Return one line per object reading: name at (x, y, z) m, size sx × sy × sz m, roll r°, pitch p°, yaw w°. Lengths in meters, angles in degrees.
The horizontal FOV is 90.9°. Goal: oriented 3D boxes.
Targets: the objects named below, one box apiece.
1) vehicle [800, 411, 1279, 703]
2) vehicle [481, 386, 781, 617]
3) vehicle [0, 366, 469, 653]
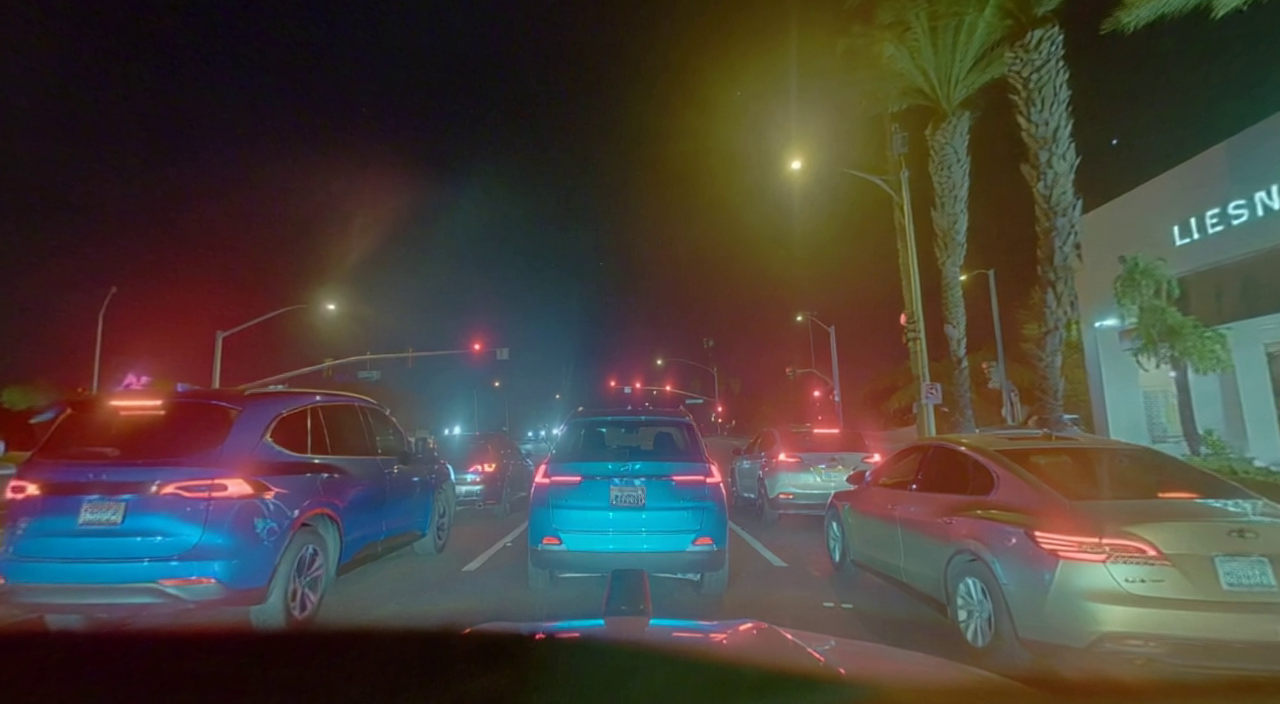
vehicle at (2.972, 1.368, 5.253) m, size 2.017 × 1.491 × 4.611 m, roll 0°, pitch -8°, yaw -1°
vehicle at (-0.127, 1.459, 7.064) m, size 2.280 × 1.747 × 4.361 m, roll 0°, pitch -8°, yaw -2°
vehicle at (-3.338, 1.282, 6.130) m, size 2.014 × 1.755 × 4.360 m, roll 0°, pitch -8°, yaw 1°
